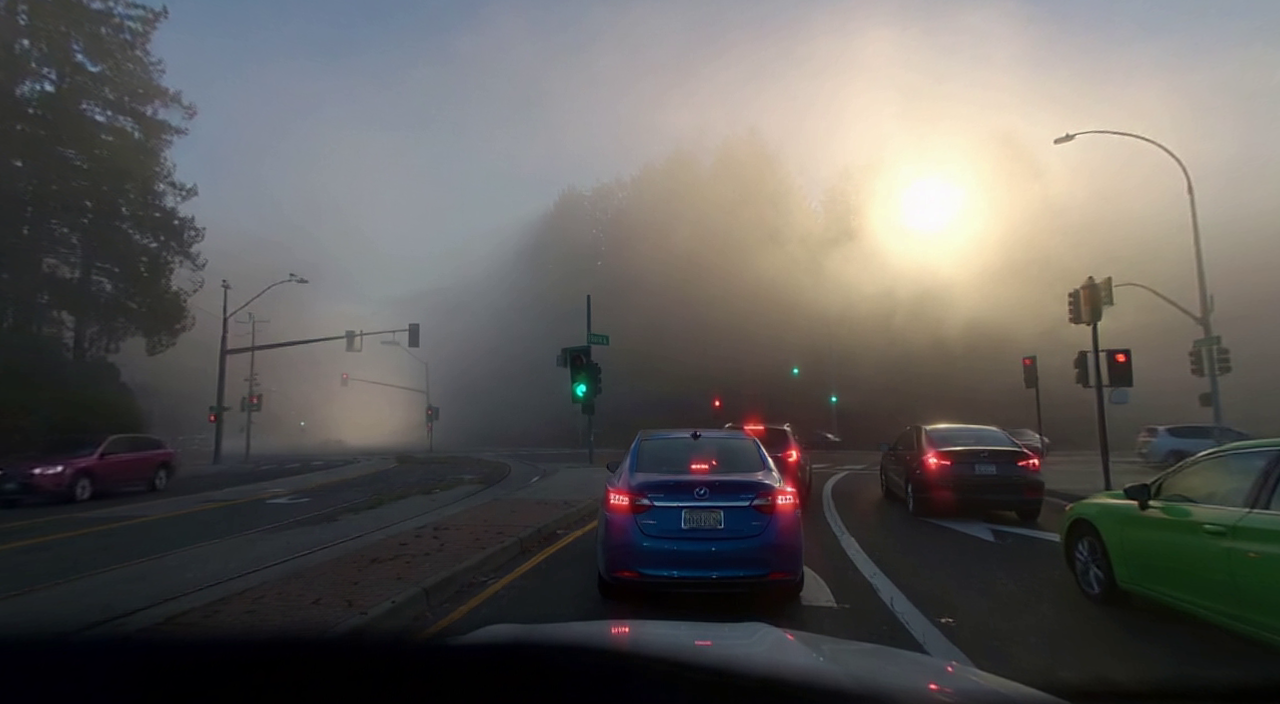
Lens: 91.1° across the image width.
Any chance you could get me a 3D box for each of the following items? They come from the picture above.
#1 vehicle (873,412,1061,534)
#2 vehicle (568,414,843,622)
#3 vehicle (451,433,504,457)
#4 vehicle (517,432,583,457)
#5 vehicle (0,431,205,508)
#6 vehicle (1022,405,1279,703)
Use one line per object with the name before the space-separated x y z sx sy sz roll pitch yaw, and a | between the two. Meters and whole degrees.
vehicle | 5.519 2.054 11.296 2.102 1.717 4.373 -2 -9 16
vehicle | 0.844 1.500 6.694 2.052 1.483 3.928 -2 -8 12
vehicle | -12.511 7.123 48.186 1.972 1.705 4.457 8 -11 -44
vehicle | -6.005 6.109 41.533 1.932 1.573 4.509 8 -12 -44
vehicle | -12.266 2.601 14.451 1.976 1.458 4.645 2 -8 -12
vehicle | 4.239 1.061 3.378 1.954 1.508 4.441 -1 -8 6
